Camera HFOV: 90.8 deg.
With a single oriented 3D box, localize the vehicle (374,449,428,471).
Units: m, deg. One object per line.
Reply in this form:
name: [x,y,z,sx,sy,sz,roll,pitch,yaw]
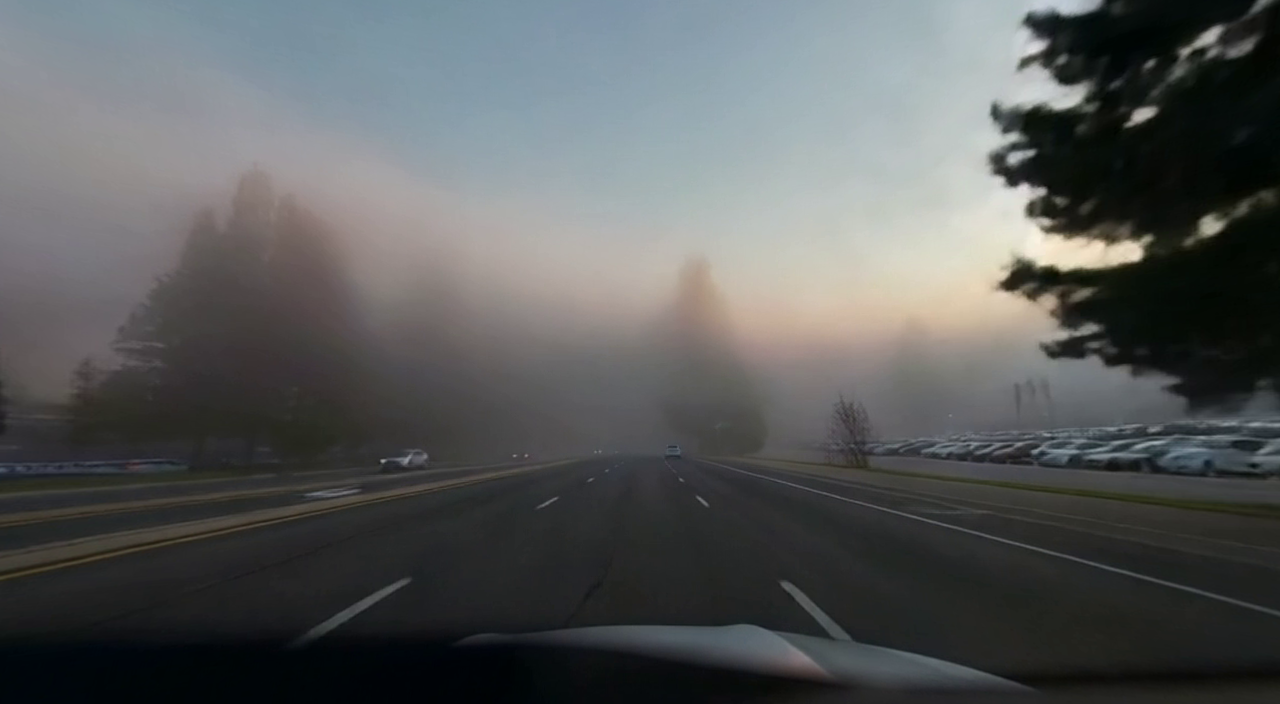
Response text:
vehicle: [-17.141,7.752,45.565,1.907,1.483,4.643,0,-8,2]
